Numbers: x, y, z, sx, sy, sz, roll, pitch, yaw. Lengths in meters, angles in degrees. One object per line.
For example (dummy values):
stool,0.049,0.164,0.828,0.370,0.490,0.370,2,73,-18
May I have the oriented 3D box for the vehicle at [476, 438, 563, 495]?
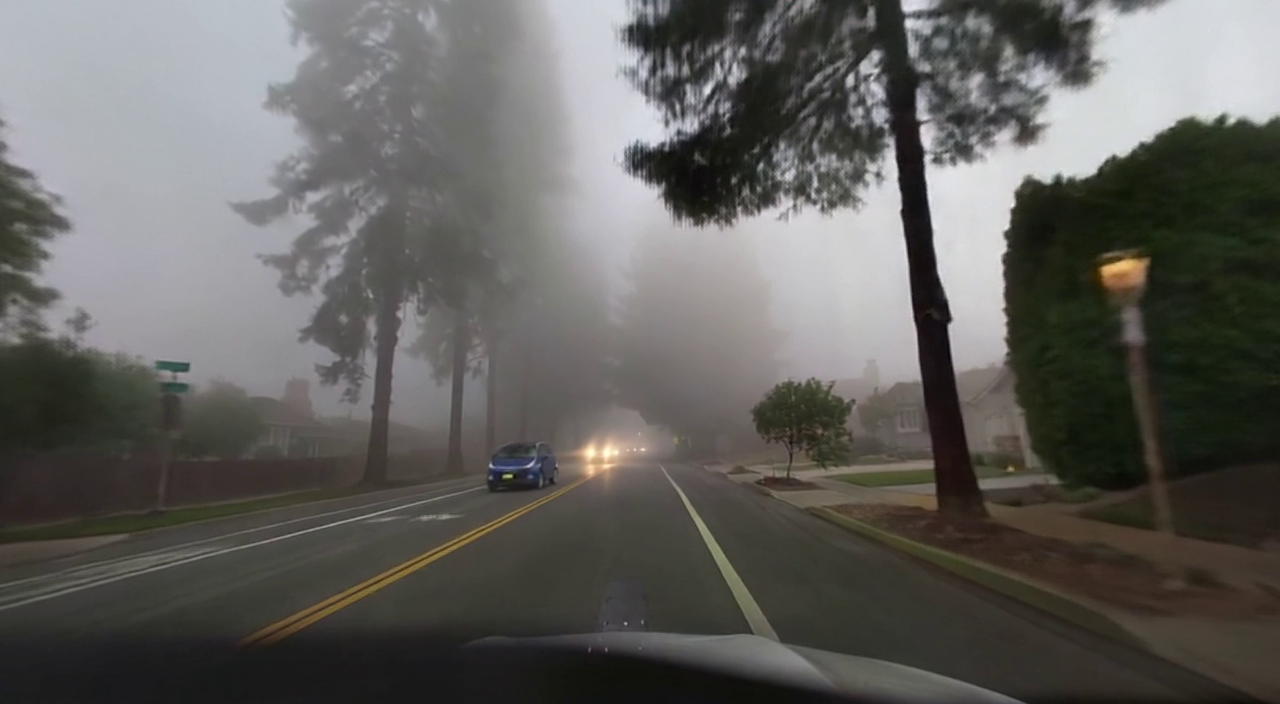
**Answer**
vehicle,-4.066,3.934,22.140,2.041,1.780,4.618,0,-8,1
